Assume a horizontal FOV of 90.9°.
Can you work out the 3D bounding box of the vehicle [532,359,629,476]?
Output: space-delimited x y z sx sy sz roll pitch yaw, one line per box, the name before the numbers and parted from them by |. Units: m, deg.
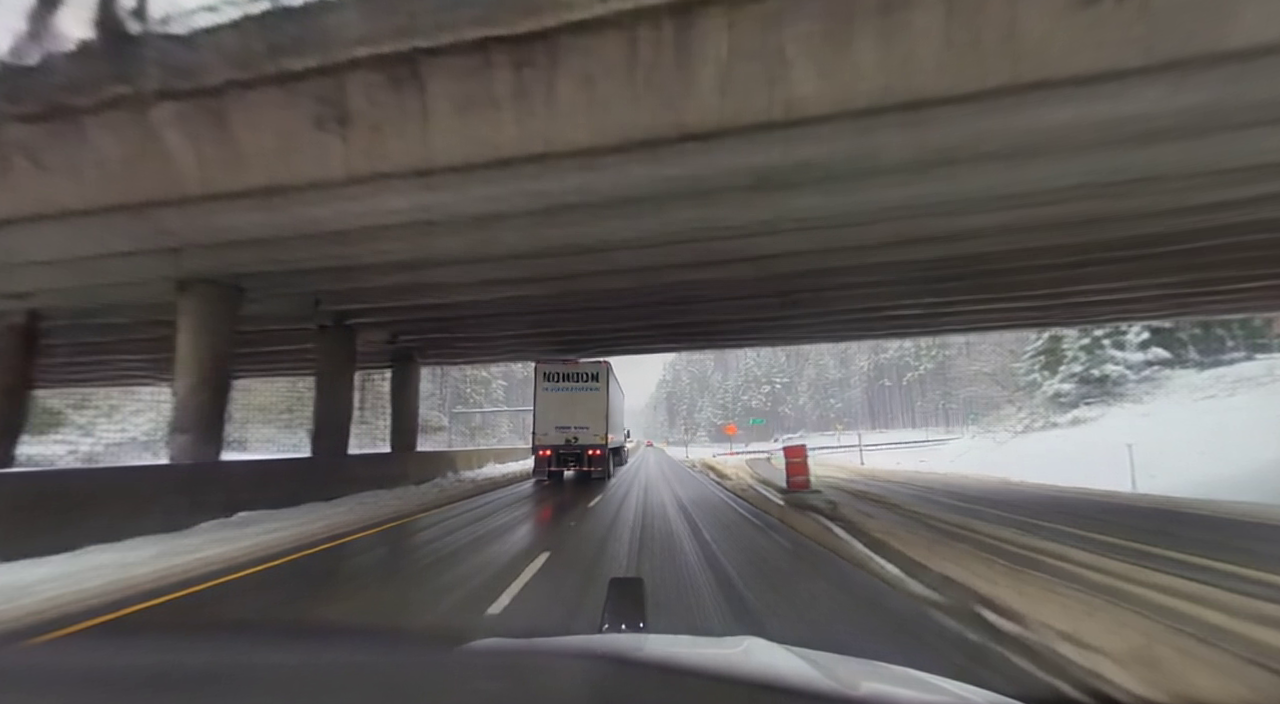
vehicle | -2.275 3.694 30.469 2.873 4.060 16.327 -2 -10 1
